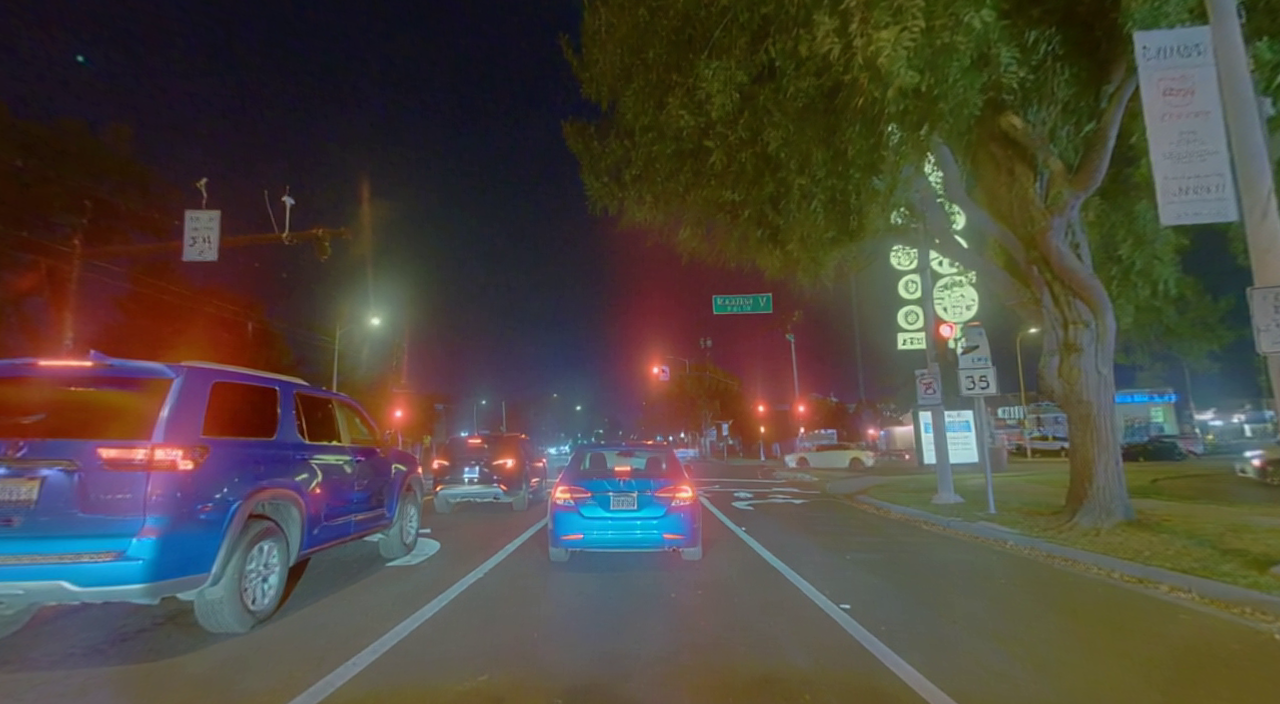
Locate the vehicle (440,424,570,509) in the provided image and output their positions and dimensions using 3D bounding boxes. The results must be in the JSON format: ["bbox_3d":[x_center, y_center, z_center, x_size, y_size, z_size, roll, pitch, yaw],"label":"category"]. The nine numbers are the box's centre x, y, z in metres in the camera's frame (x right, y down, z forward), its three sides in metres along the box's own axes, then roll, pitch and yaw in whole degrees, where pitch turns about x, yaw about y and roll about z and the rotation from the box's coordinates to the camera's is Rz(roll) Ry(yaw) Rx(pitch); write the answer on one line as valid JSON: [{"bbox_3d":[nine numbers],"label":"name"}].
[{"bbox_3d":[-2.923,2.595,14.608,2.047,1.664,4.148,0,-8,1],"label":"vehicle"}]

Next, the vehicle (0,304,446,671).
[{"bbox_3d":[-3.811,1.129,6.213,2.152,2.118,5.066,0,-8,0],"label":"vehicle"}]

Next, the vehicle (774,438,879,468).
[{"bbox_3d":[9.574,5.228,32.496,4.809,1.476,1.845,0,-8,-2],"label":"vehicle"}]

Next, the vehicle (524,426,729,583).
[{"bbox_3d":[-0.160,1.777,8.174,1.966,1.481,4.146,0,-8,-1],"label":"vehicle"}]
